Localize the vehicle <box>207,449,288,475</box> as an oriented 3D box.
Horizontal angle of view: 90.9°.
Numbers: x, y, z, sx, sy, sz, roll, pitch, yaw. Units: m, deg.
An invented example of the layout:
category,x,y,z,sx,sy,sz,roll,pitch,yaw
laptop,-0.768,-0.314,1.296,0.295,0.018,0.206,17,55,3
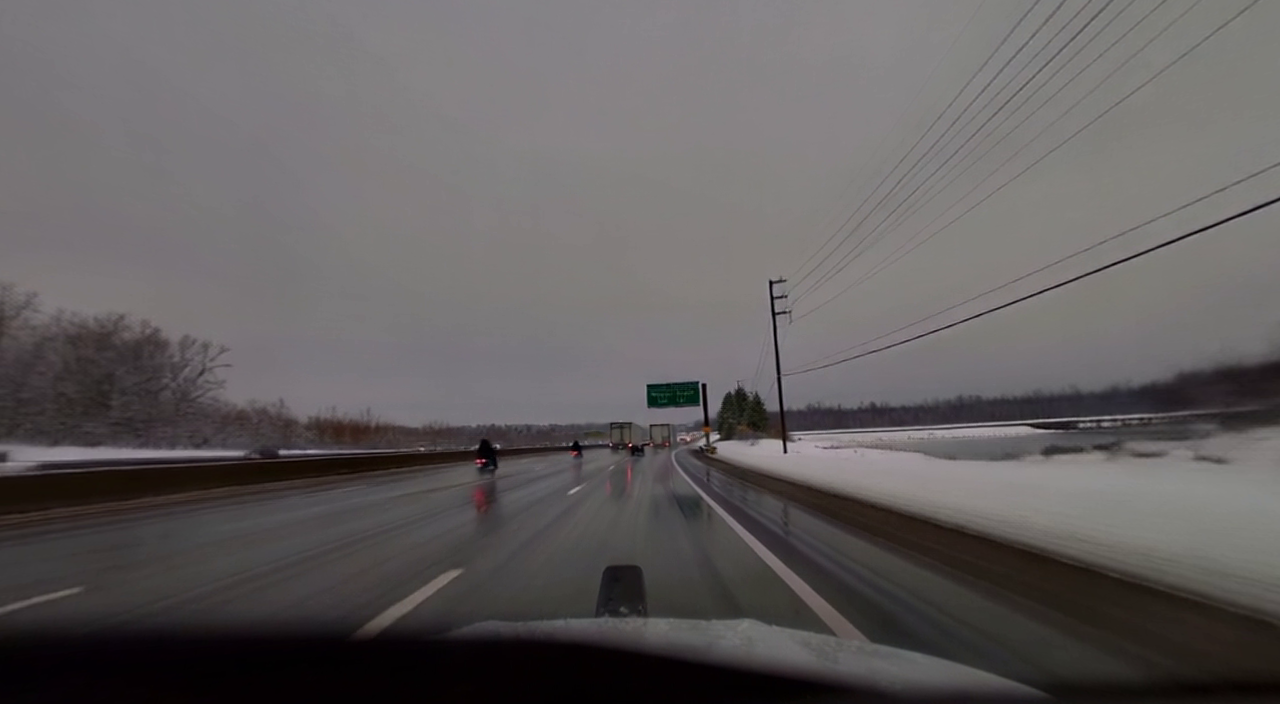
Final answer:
category,x,y,z,sx,sy,sz,roll,pitch,yaw
vehicle,-23.835,6.664,38.546,1.966,1.446,4.490,-1,-8,2
